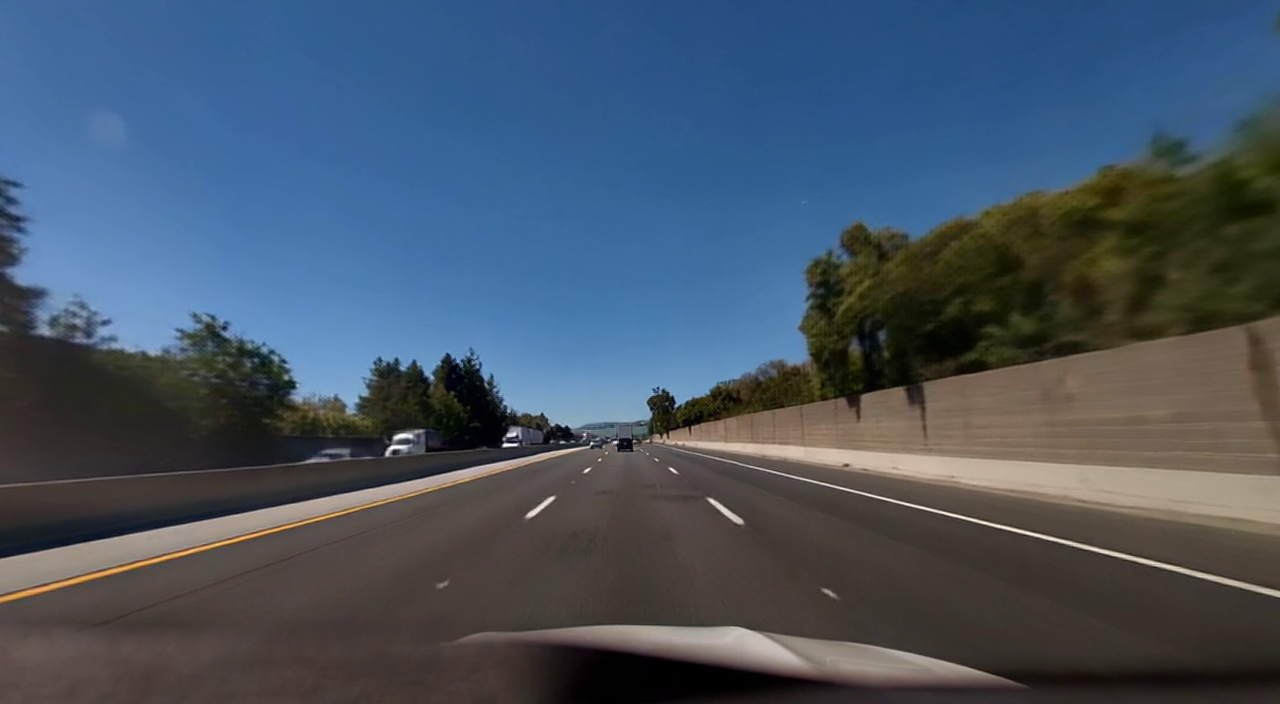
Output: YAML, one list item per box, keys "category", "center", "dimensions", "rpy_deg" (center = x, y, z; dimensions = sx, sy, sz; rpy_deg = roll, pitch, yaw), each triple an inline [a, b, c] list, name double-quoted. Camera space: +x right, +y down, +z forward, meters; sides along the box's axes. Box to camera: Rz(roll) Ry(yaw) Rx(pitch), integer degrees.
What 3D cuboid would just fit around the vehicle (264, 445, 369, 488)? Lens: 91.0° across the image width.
- category: "vehicle"
  center: [-12.763, 4.511, 25.189]
  dimensions: [1.946, 1.480, 4.475]
  rpy_deg: [0, -8, -2]
